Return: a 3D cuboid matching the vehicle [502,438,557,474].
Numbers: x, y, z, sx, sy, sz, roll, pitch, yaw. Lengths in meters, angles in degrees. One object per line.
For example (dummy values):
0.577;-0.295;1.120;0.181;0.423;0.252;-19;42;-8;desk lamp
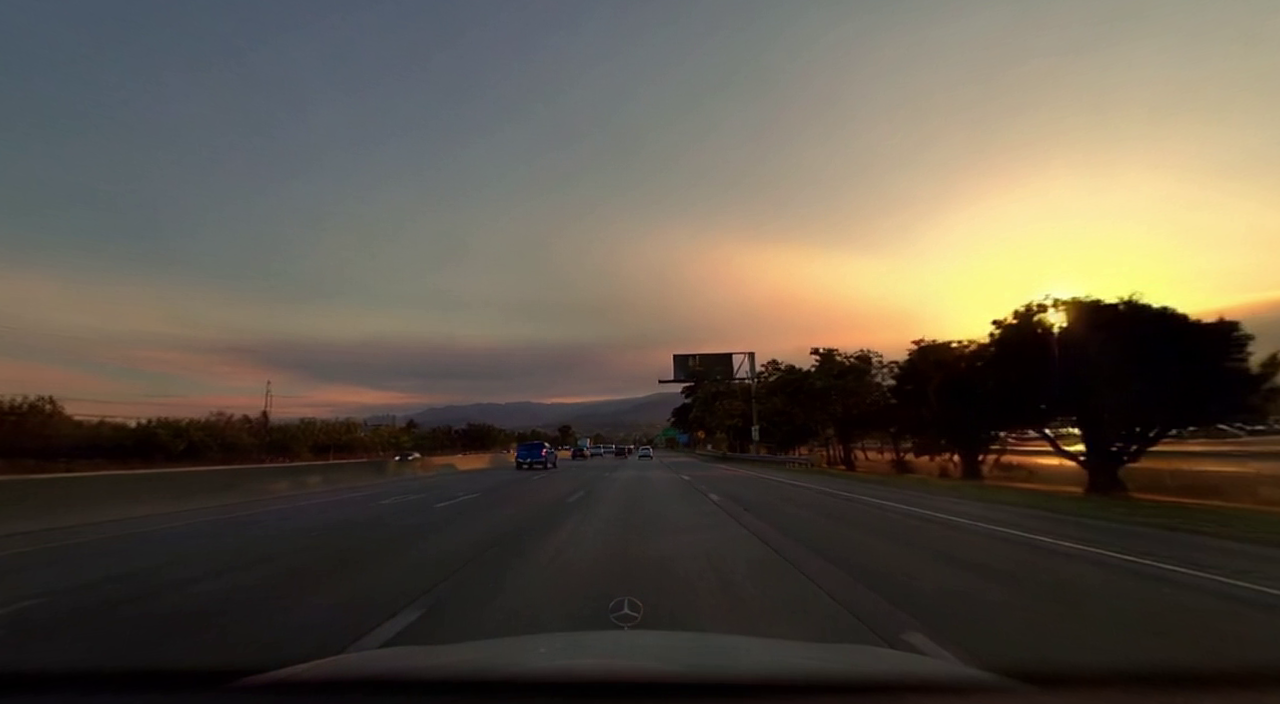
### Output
-6.389;6.121;37.329;2.156;1.911;5.956;0;-8;0;vehicle
